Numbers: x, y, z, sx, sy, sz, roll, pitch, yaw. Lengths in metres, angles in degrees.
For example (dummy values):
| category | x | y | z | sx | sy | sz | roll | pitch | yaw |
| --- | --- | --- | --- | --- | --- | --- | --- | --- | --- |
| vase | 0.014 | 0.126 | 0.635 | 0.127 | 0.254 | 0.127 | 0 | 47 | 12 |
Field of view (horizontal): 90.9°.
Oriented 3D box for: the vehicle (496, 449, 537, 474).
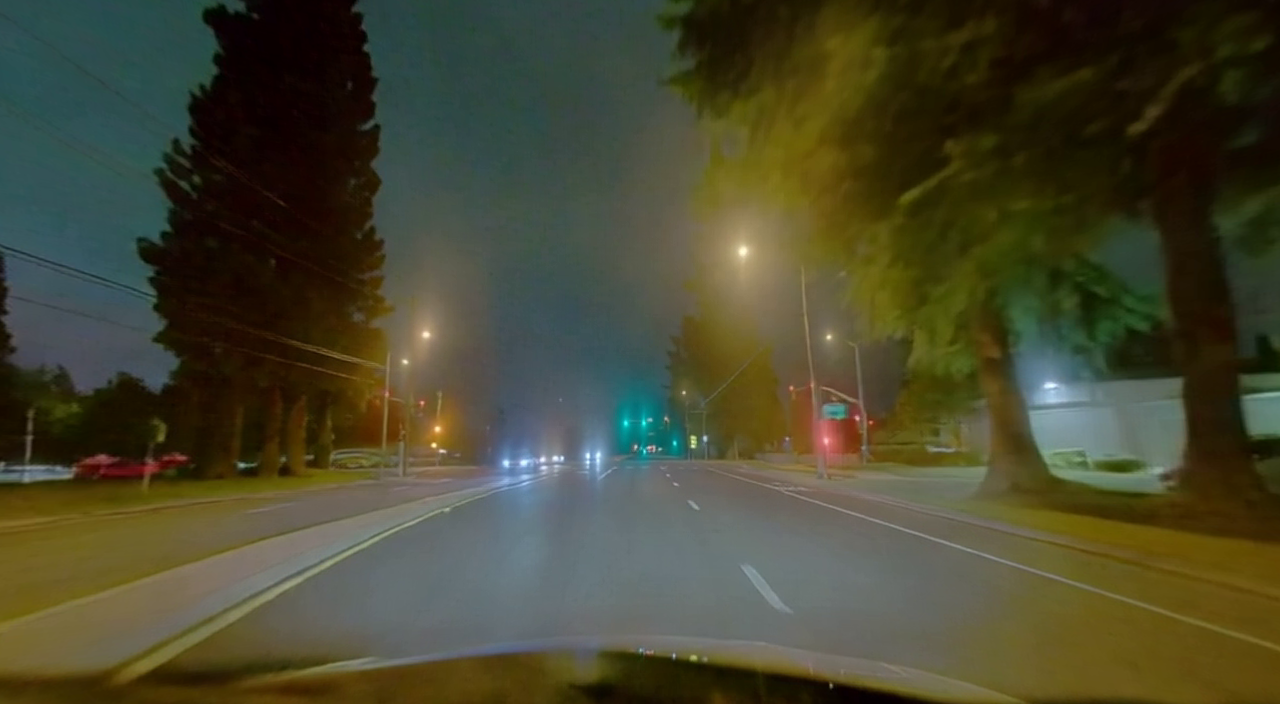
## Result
| category | x | y | z | sx | sy | sz | roll | pitch | yaw |
| --- | --- | --- | --- | --- | --- | --- | --- | --- | --- |
| vehicle | -8.697 | 7.732 | 44.858 | 1.986 | 1.665 | 4.284 | -1 | -9 | 1 |

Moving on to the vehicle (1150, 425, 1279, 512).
| category | x | y | z | sx | sy | sz | roll | pitch | yaw |
| --- | --- | --- | --- | --- | --- | --- | --- | --- | --- |
| vehicle | 14.267 | 2.544 | 14.124 | 4.276 | 1.703 | 2.088 | 2 | -9 | -14 |

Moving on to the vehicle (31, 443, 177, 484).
| category | x | y | z | sx | sy | sz | roll | pitch | yaw |
| --- | --- | --- | --- | --- | --- | --- | --- | --- | --- |
| vehicle | -23.885 | 4.983 | 28.205 | 4.552 | 1.721 | 2.117 | 0 | -9 | 0 |
